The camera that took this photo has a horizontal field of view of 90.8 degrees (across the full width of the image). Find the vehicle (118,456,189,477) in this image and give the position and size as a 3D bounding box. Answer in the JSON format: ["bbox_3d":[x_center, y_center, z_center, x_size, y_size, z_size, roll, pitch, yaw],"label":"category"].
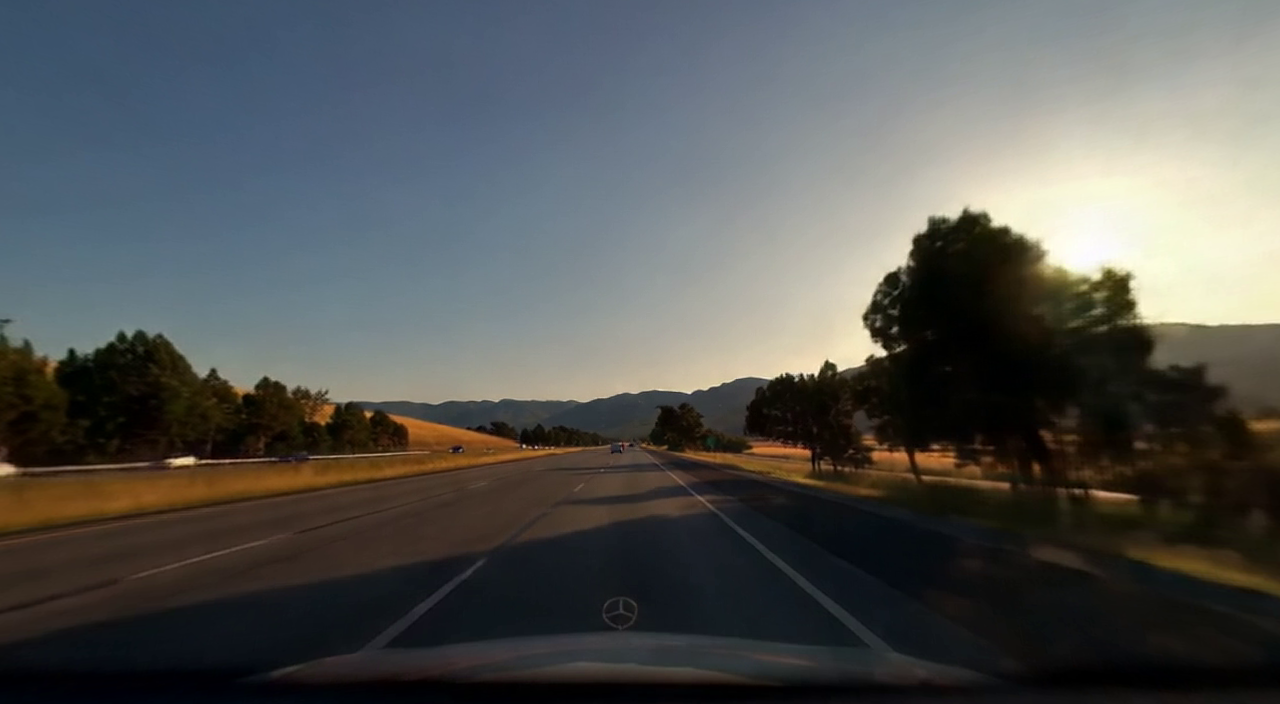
[{"bbox_3d":[-36.417,8.571,47.427,1.875,1.450,4.303,0,-8,-1],"label":"vehicle"}]
